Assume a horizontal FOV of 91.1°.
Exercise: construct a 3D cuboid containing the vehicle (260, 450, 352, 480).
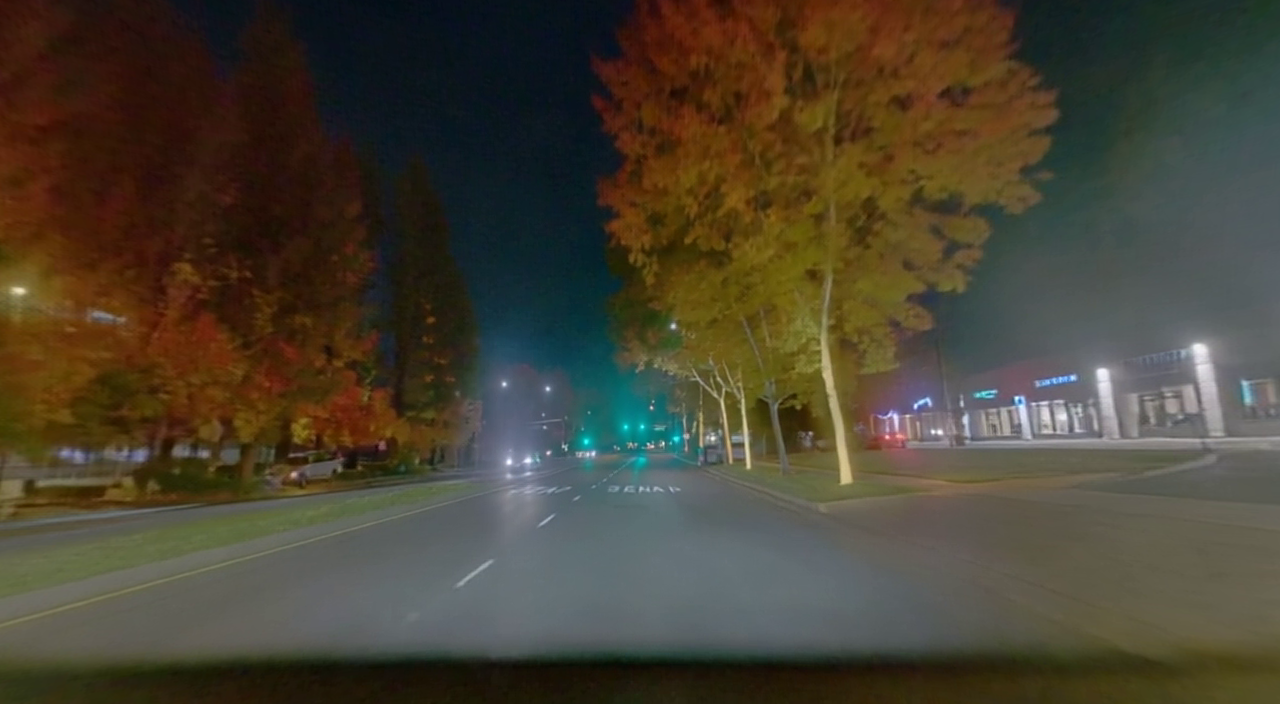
[{"bbox_3d":[-23.228,7.852,43.822,5.144,1.980,2.262,-1,-9,6],"label":"vehicle"}]
